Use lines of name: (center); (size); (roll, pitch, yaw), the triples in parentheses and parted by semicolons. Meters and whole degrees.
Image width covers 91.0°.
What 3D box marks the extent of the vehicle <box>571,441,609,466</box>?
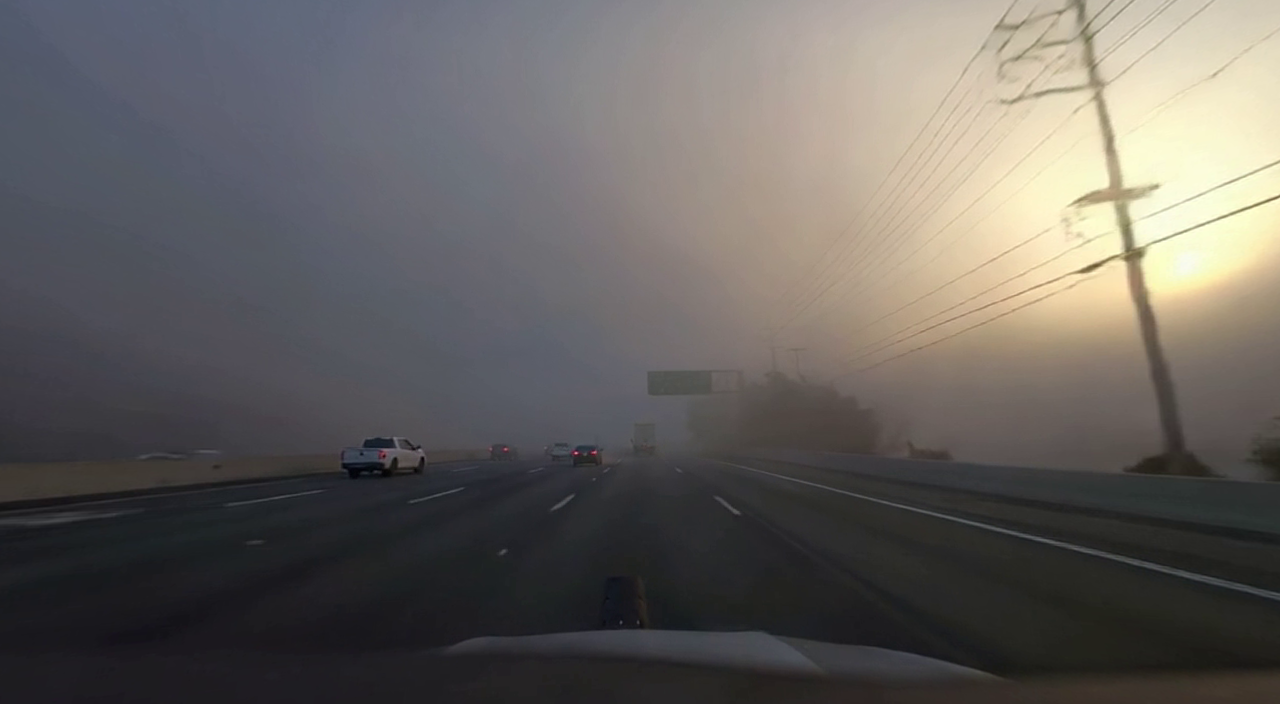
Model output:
vehicle: (-3.268, 6.743, 41.826); (2.045, 1.532, 4.954); (0, -9, 1)

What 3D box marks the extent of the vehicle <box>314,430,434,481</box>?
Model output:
vehicle: (-10.614, 4.203, 25.816); (2.310, 1.853, 5.817); (0, -9, 1)
